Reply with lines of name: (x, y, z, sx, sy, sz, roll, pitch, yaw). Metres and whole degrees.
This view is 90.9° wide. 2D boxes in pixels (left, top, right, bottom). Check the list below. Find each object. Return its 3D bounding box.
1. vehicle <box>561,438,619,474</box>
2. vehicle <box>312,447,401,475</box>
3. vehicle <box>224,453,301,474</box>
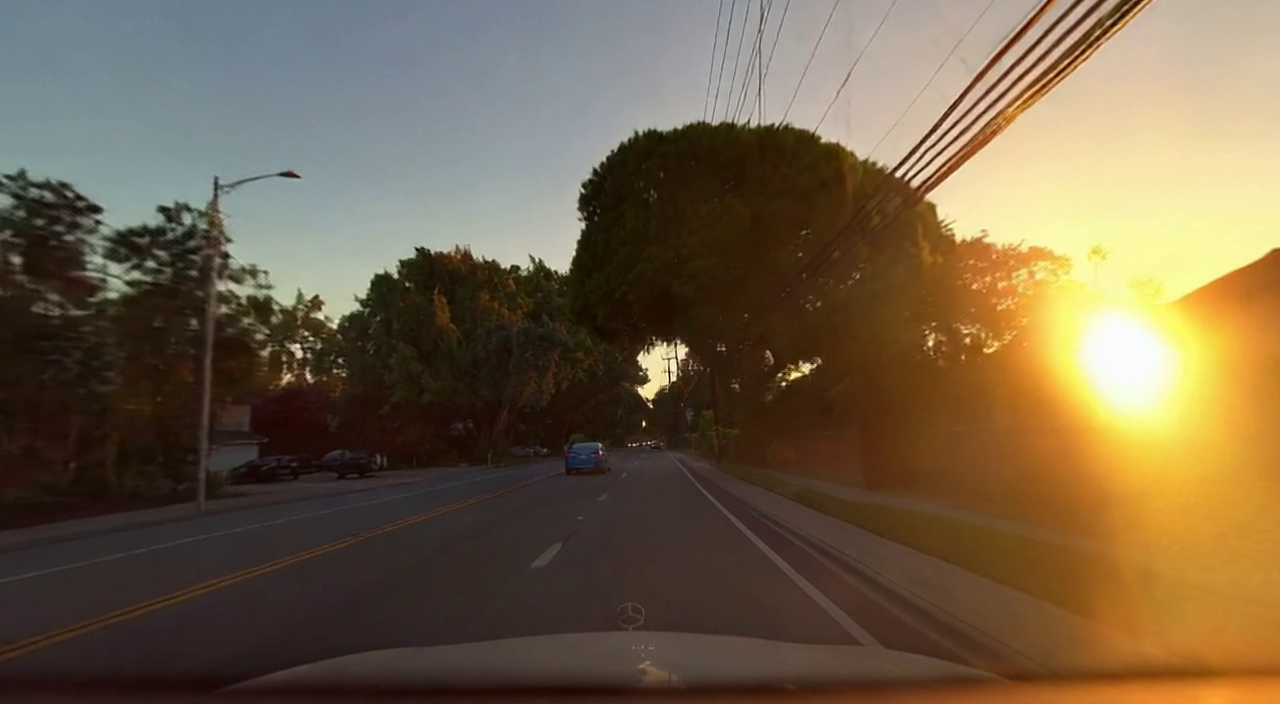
vehicle: (-2.213, 4.784, 29.357, 2.085, 1.512, 5.023, 0, -8, 2)
vehicle: (-19.111, 7.318, 42.599, 4.847, 1.759, 2.382, -1, -9, 7)
vehicle: (-26.951, 7.966, 45.127, 4.223, 1.458, 1.969, 0, -9, 1)
